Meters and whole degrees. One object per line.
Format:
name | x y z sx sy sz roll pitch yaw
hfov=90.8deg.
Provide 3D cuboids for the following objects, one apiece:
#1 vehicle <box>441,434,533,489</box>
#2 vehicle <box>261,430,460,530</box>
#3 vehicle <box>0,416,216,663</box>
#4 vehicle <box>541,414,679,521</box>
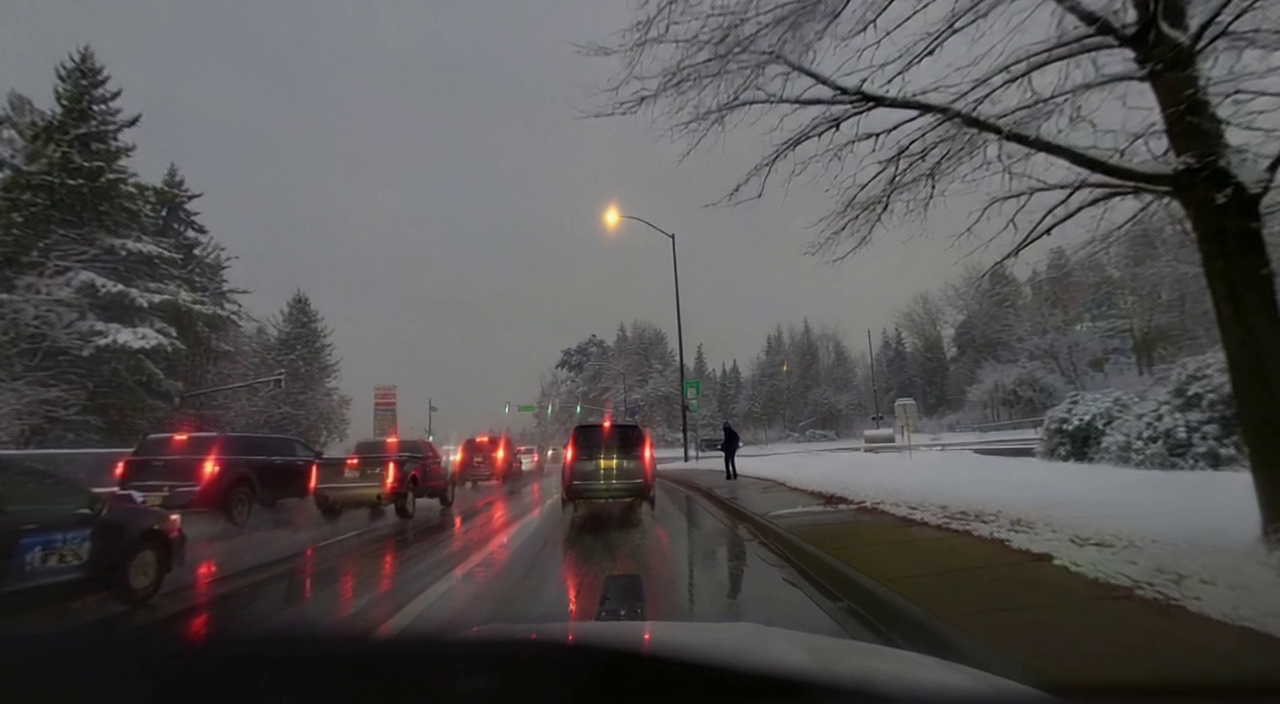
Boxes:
vehicle | -5.408 3.930 23.027 2.188 1.774 4.477 0 -9 1
vehicle | -5.399 2.519 13.034 2.010 1.674 4.484 0 -9 1
vehicle | -5.267 1.243 4.166 2.069 1.616 4.108 0 -9 0
vehicle | -0.568 2.312 13.097 2.368 1.829 4.293 0 -9 -2
